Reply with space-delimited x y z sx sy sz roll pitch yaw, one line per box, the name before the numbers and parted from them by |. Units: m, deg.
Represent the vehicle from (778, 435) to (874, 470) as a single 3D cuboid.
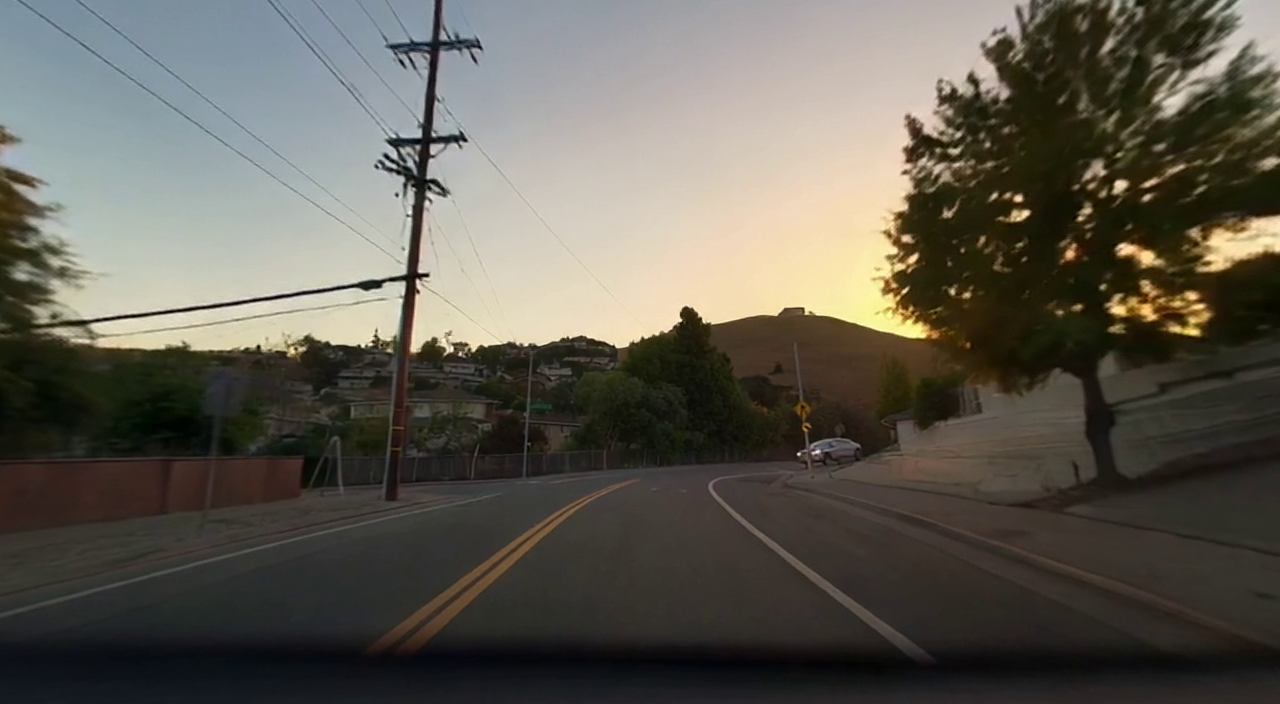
vehicle | 9.971 5.359 33.728 4.810 1.732 2.176 5 -10 -31
